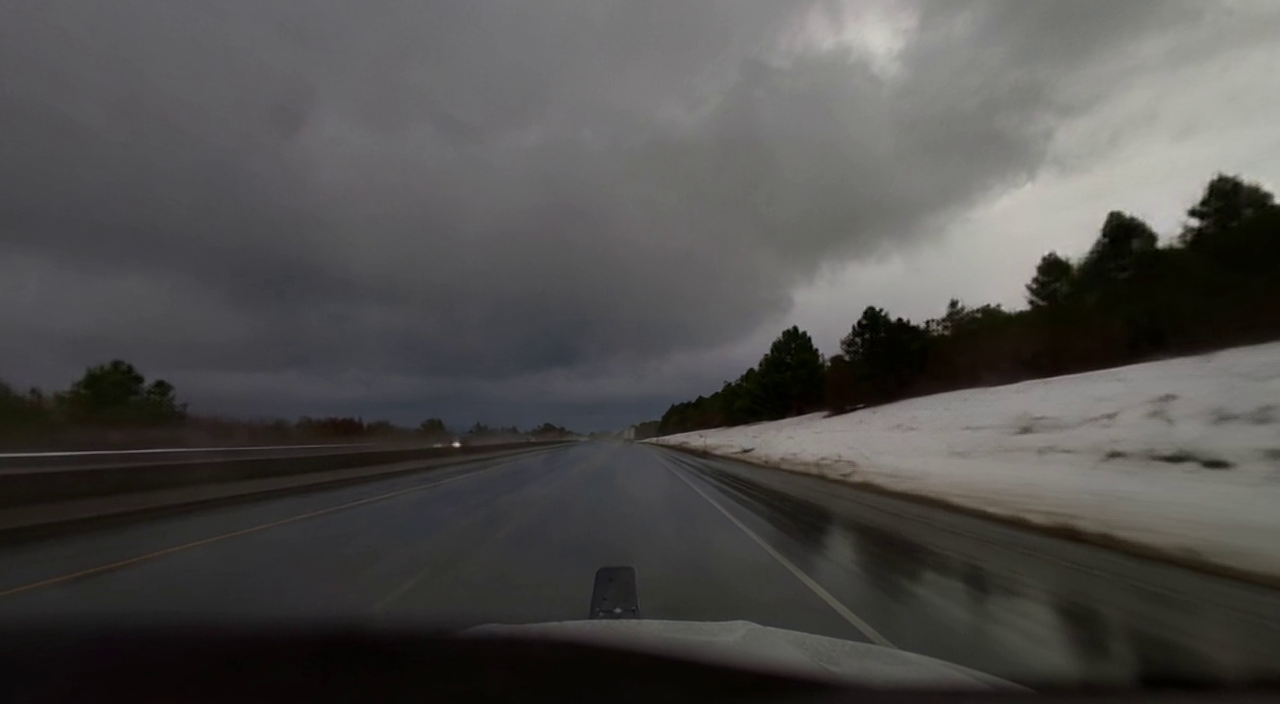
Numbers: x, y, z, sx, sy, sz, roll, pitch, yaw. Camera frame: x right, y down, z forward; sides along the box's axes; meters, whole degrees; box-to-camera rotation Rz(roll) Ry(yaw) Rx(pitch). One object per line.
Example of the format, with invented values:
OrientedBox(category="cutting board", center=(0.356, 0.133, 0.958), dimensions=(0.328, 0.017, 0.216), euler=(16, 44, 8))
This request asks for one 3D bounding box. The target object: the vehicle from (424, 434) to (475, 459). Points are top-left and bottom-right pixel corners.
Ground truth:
OrientedBox(category="vehicle", center=(-11.852, 5.876, 39.355), dimensions=(1.992, 1.503, 4.066), euler=(0, -8, -1))
